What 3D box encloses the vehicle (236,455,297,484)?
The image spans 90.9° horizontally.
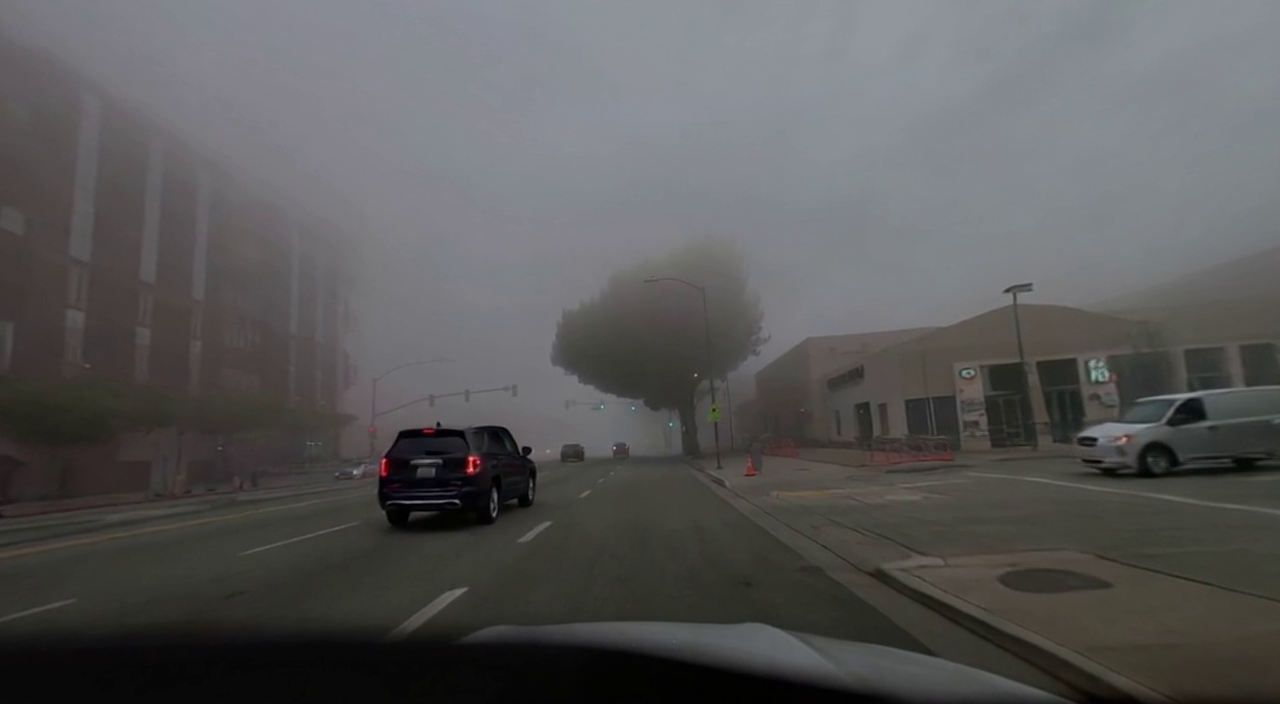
[{"bbox_3d":[-28.474,8.961,48.040,3.755,1.646,1.961,-1,-11,-36],"label":"vehicle"}]

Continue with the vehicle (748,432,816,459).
[{"bbox_3d":[9.997,6.657,44.744,4.361,1.550,2.087,2,-13,2],"label":"vehicle"}]

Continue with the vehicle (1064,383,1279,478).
[{"bbox_3d":[10.575,1.408,11.203,4.573,1.532,1.983,0,-9,2],"label":"vehicle"}]

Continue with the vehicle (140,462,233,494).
[{"bbox_3d":[-27.778,7.682,38.660,4.398,1.737,1.950,8,-10,-37],"label":"vehicle"}]

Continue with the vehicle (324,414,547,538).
[{"bbox_3d":[-3.274,2.121,11.461,2.277,1.743,4.893,0,-8,2],"label":"vehicle"}]
